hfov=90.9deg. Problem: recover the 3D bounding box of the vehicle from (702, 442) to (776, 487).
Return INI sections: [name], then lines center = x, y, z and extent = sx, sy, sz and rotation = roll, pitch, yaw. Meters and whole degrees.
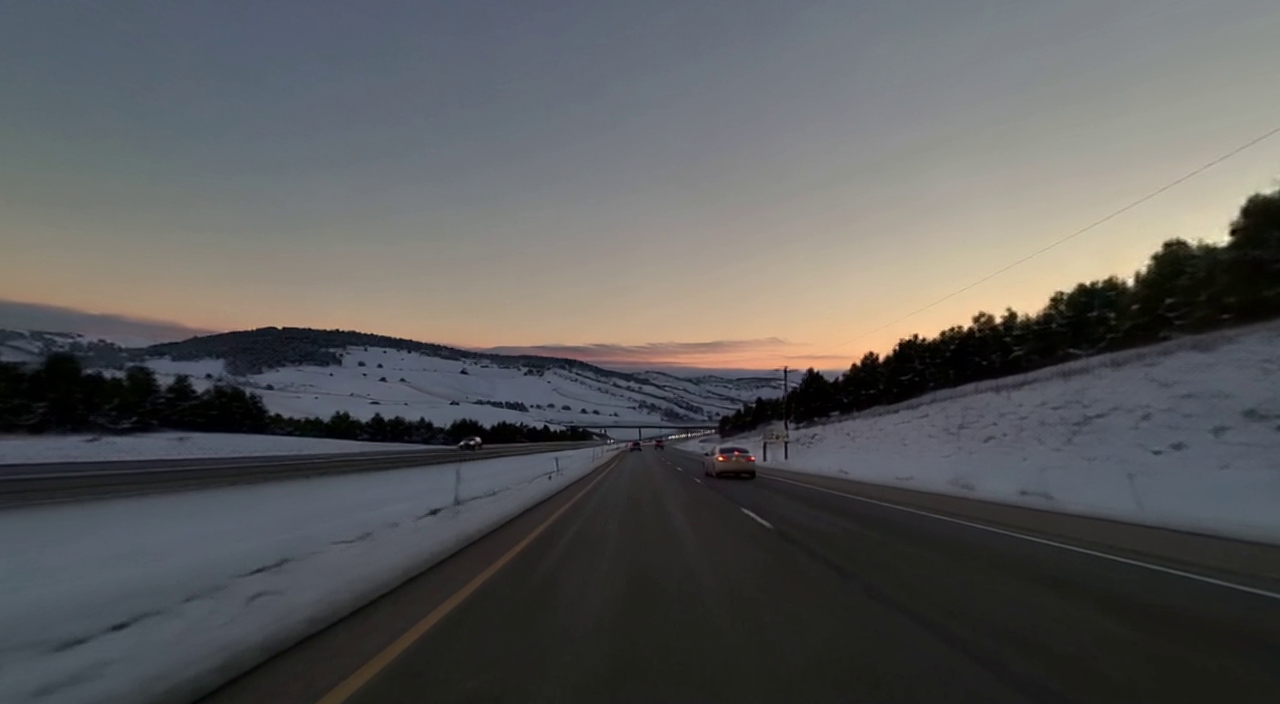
[vehicle]
center = 3.609, 4.176, 23.812
extent = 1.960, 1.516, 4.657
rotation = 0, -8, -1
